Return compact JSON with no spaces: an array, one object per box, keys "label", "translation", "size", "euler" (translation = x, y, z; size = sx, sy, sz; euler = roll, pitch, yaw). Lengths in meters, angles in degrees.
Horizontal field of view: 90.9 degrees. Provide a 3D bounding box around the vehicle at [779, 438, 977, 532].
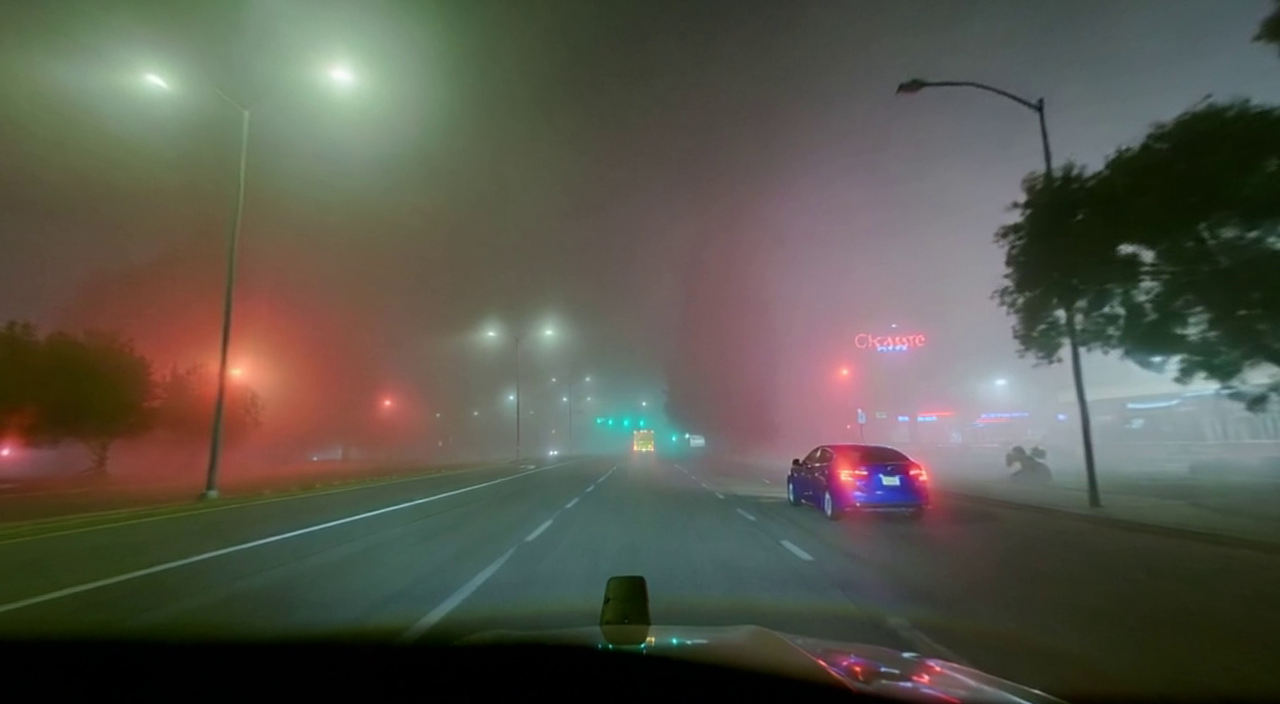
[{"label":"vehicle","translation":[4.271,2.437,12.301],"size":[2.005,1.442,4.675],"euler":[0,-8,0]}]
